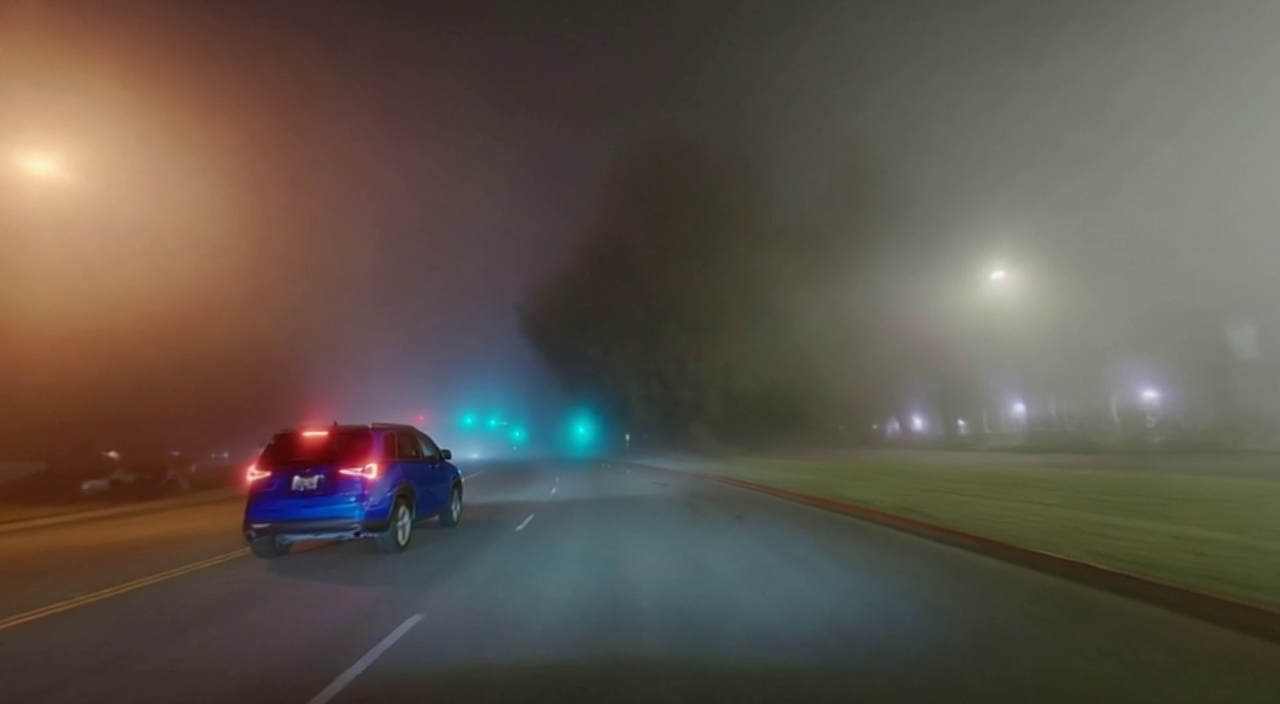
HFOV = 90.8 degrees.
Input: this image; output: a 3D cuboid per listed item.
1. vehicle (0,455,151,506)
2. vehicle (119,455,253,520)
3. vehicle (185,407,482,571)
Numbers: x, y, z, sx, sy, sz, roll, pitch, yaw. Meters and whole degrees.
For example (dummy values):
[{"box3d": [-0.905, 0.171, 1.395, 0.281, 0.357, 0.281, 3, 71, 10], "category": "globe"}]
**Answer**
[{"box3d": [-24.394, 5.515, 27.262, 4.809, 1.471, 2.012, -6, -8, -8], "category": "vehicle"}, {"box3d": [-15.358, 4.529, 21.690, 1.878, 1.505, 4.435, -8, -6, -10], "category": "vehicle"}, {"box3d": [-3.917, 1.828, 9.219, 2.175, 1.772, 4.442, 0, -8, -1], "category": "vehicle"}]
